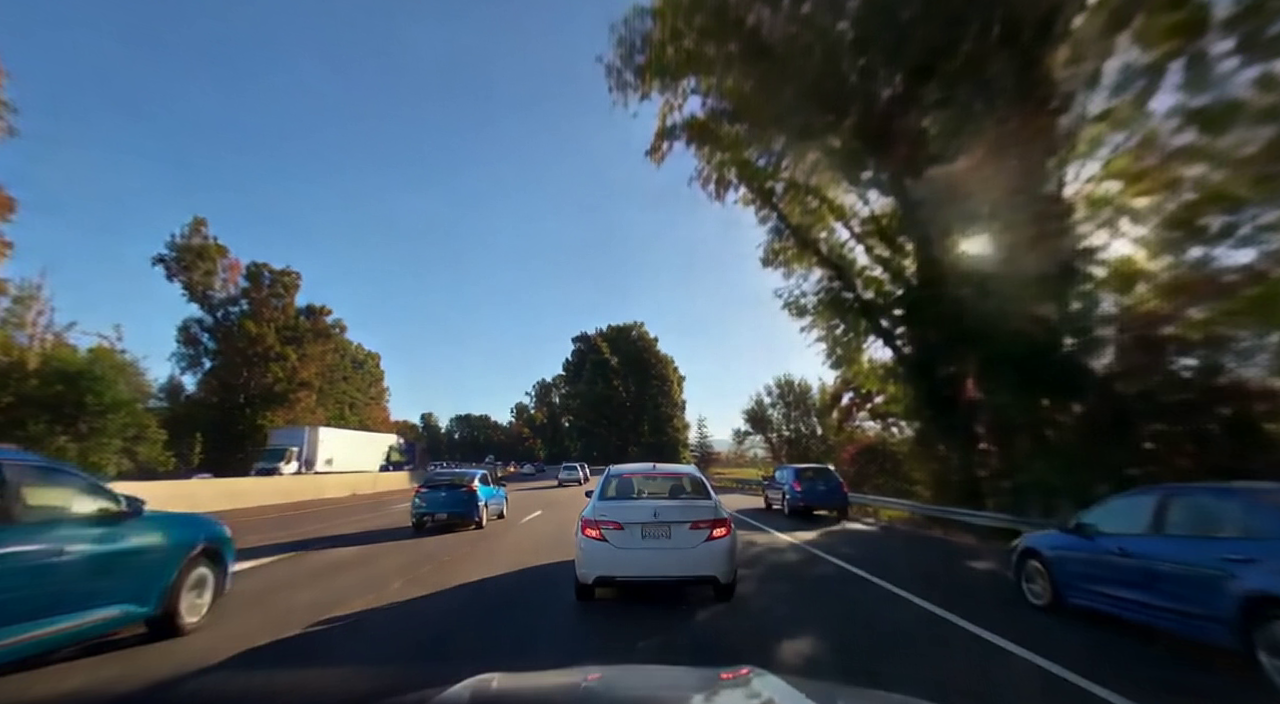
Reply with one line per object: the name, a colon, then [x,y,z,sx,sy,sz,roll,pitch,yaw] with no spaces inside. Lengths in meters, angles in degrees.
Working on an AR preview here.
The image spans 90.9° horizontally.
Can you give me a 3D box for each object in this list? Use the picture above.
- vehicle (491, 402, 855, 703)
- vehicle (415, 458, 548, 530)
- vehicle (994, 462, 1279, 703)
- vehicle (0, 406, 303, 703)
vehicle: [0.171,1.548,5.745,2.057,1.725,4.126,1,-11,-1]
vehicle: [-3.731,3.468,15.827,1.960,1.502,4.593,0,-11,2]
vehicle: [4.522,1.456,4.197,1.870,1.382,4.287,1,-11,1]
vehicle: [-3.901,1.086,3.180,1.994,1.556,4.263,1,-11,0]
